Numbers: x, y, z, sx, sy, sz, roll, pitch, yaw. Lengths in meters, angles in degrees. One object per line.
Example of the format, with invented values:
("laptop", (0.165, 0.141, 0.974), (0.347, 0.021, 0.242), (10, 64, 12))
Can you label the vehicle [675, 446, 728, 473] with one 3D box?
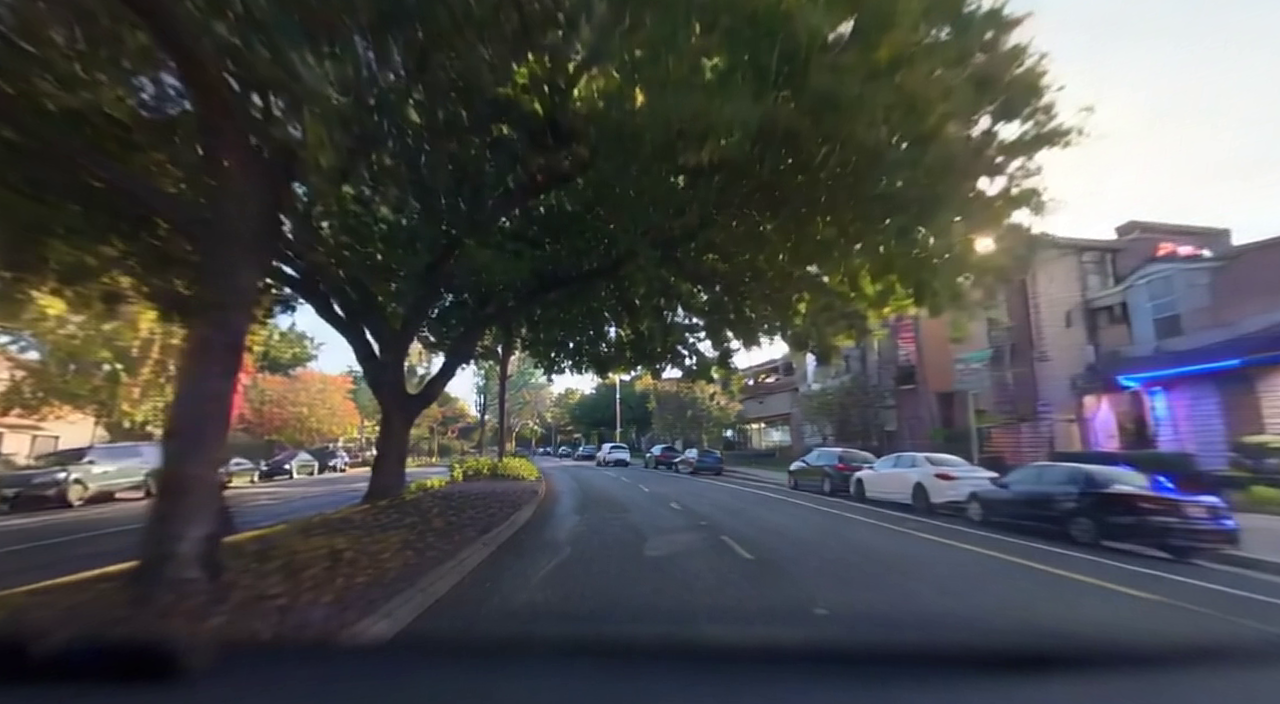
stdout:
("vehicle", (3.588, 6.366, 37.707), (2.012, 1.517, 4.287), (1, -9, -10))

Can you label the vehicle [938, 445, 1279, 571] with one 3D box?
("vehicle", (7.112, 2.298, 10.280), (1.872, 1.515, 4.799), (1, -9, -5))

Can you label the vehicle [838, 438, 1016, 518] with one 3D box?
("vehicle", (6.654, 2.937, 15.288), (2.065, 1.632, 4.206), (1, -9, -5))

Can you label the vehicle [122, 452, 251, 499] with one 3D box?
("vehicle", (-16.362, 4.420, 23.142), (1.825, 1.474, 4.678), (1, -9, -9))

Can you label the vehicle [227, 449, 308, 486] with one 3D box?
("vehicle", (-17.310, 5.362, 29.624), (1.906, 1.542, 4.210), (1, -9, -11))

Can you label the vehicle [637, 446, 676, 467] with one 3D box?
("vehicle", (1.159, 7.671, 46.612), (1.853, 1.446, 4.187), (2, -9, -13))

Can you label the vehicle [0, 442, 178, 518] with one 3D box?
("vehicle", (-15.507, 3.408, 17.505), (1.876, 1.772, 5.125), (1, -9, -5))
